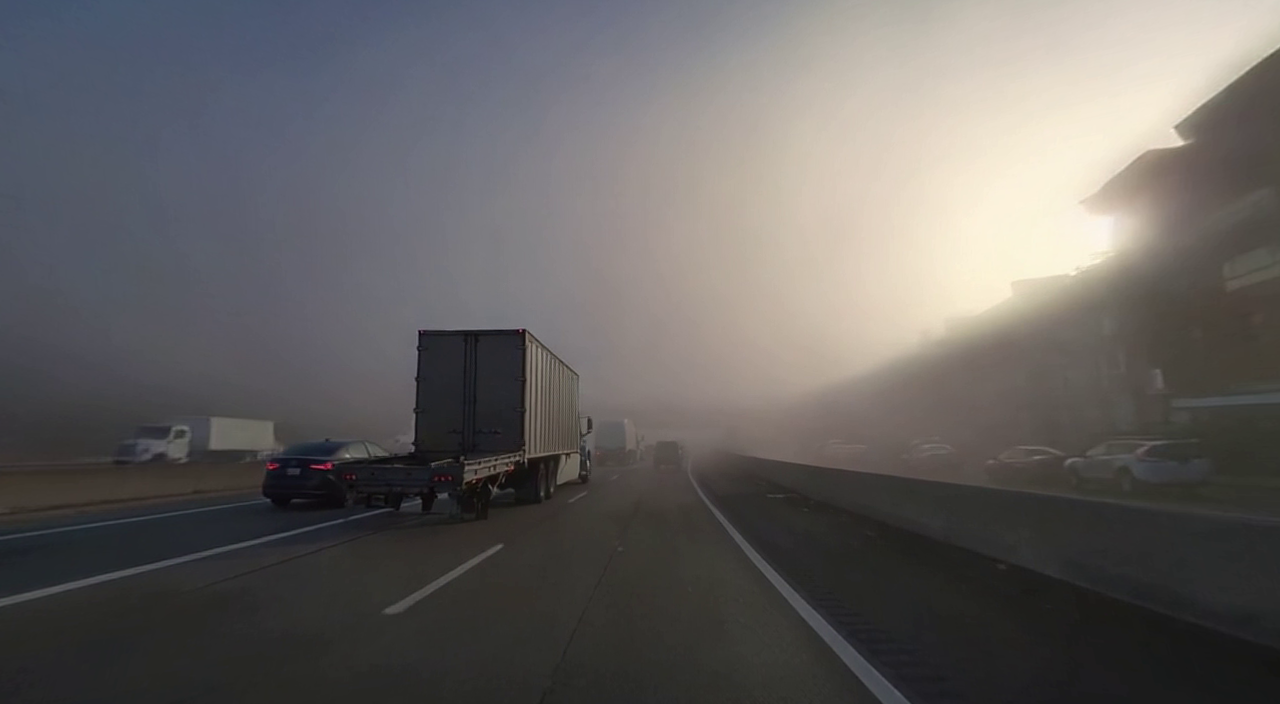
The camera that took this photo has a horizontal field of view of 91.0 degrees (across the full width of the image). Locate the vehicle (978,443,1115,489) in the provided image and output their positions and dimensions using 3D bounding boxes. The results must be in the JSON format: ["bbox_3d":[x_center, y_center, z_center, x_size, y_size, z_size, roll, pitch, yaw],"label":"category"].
[{"bbox_3d":[14.390,4.049,22.738,1.872,1.454,4.908,0,-9,3],"label":"vehicle"}]

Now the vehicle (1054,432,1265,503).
[{"bbox_3d":[14.071,3.148,17.569,2.022,1.675,4.792,-1,-9,4],"label":"vehicle"}]

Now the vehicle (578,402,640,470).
[{"bbox_3d":[-1.795,5.578,41.222,3.073,3.894,9.782,-1,-9,3],"label":"vehicle"}]

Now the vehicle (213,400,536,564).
[{"bbox_3d":[-3.304,1.714,8.893,2.896,1.779,3.441,1,-9,2],"label":"vehicle"}]

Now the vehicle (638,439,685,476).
[{"bbox_3d":[1.109,5.167,31.029,2.178,1.640,4.071,-1,-9,4],"label":"vehicle"}]

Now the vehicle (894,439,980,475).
[{"bbox_3d":[14.901,5.292,31.972,2.237,1.656,4.676,0,-9,2],"label":"vehicle"}]

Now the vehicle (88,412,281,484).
[{"bbox_3d":[-18.742,4.056,26.632,2.693,2.620,6.899,0,-9,3],"label":"vehicle"}]

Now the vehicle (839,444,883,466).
[{"bbox_3d":[16.064,7.509,46.015,1.859,1.452,4.749,-1,-9,4],"label":"vehicle"}]
